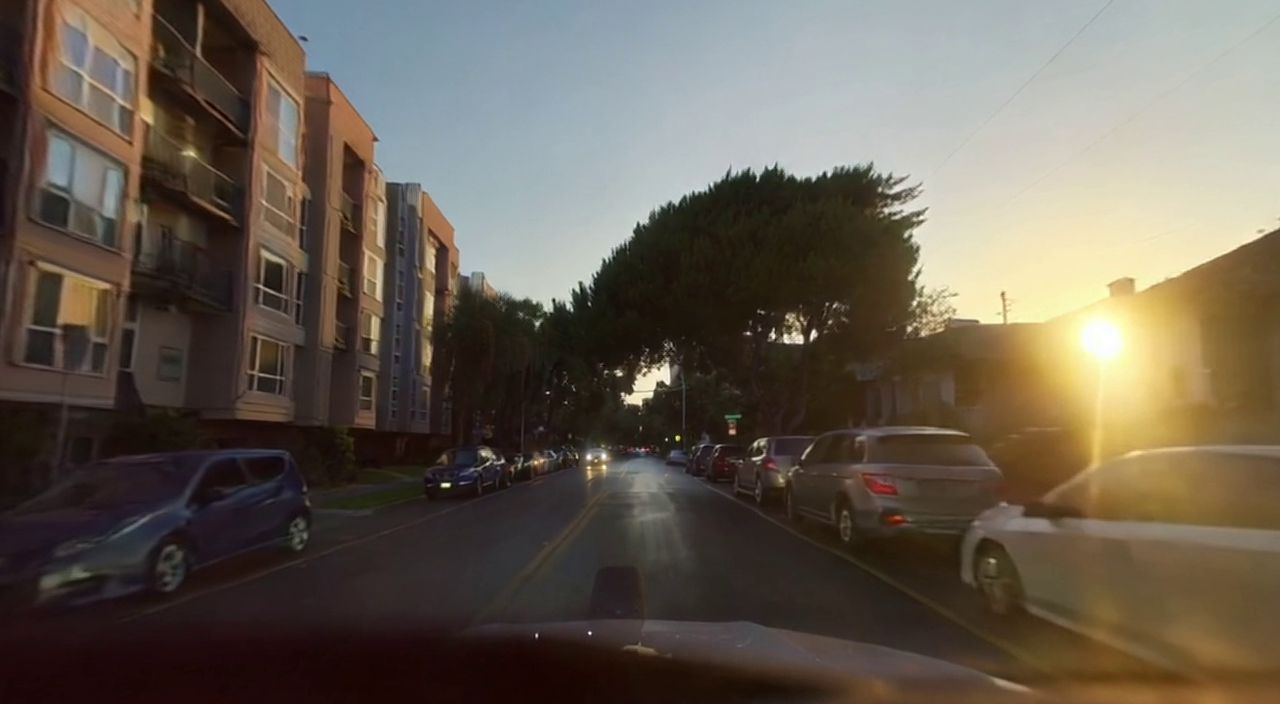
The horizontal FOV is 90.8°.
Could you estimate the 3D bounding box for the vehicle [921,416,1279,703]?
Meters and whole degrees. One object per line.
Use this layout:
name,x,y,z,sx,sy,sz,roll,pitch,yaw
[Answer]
vehicle,3.703,1.225,3.913,1.740,1.527,4.602,0,-9,-1

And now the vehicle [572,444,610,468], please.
vehicle,-3.165,6.804,41.494,1.939,1.504,4.121,-1,-9,3

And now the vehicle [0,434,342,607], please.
vehicle,-5.153,1.762,7.394,1.628,1.504,3.500,0,-9,-1

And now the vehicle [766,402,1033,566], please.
vehicle,3.390,1.846,9.570,1.835,1.809,4.997,0,-9,-1

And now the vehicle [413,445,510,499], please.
vehicle,-5.435,3.684,19.881,1.647,1.481,4.433,0,-9,2
